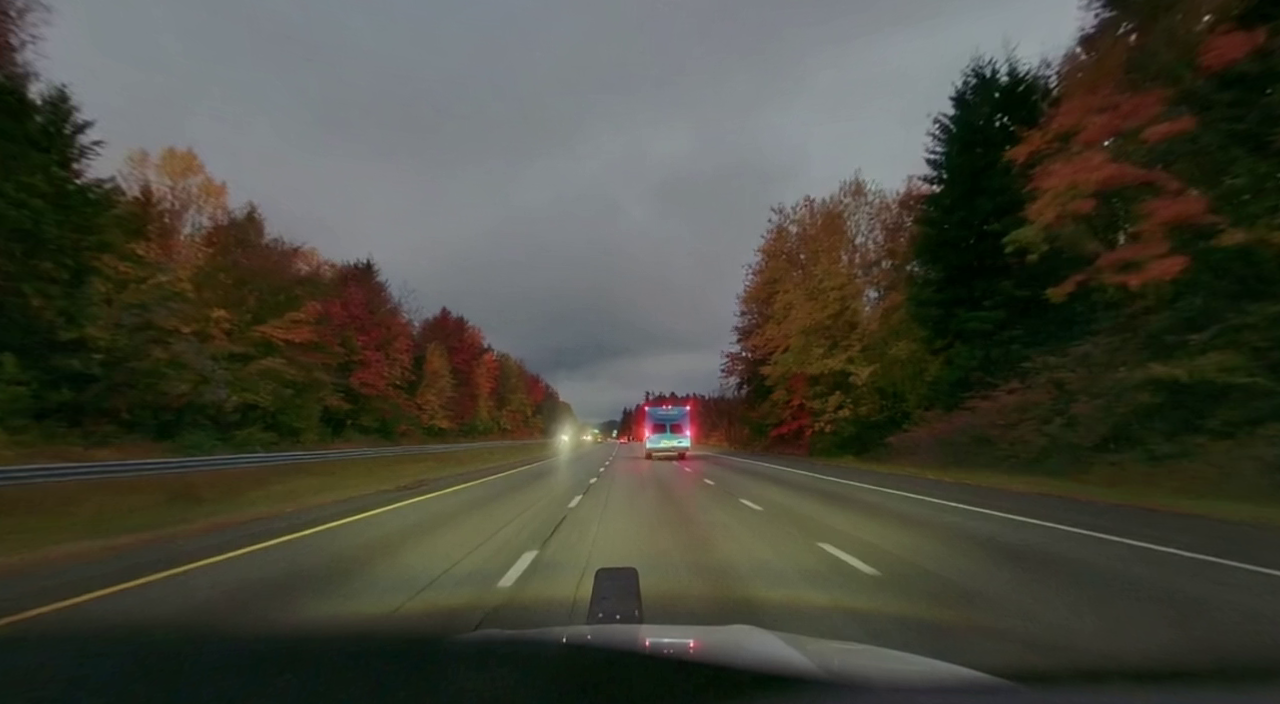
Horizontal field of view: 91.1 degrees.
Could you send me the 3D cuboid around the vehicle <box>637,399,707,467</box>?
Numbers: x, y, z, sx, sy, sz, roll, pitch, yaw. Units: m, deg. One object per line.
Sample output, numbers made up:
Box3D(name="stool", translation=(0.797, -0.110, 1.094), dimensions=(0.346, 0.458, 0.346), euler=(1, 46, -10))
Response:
Box3D(name="vehicle", translation=(1.365, 3.954, 30.587), dimensions=(2.815, 2.876, 7.101), euler=(0, -8, -2))
